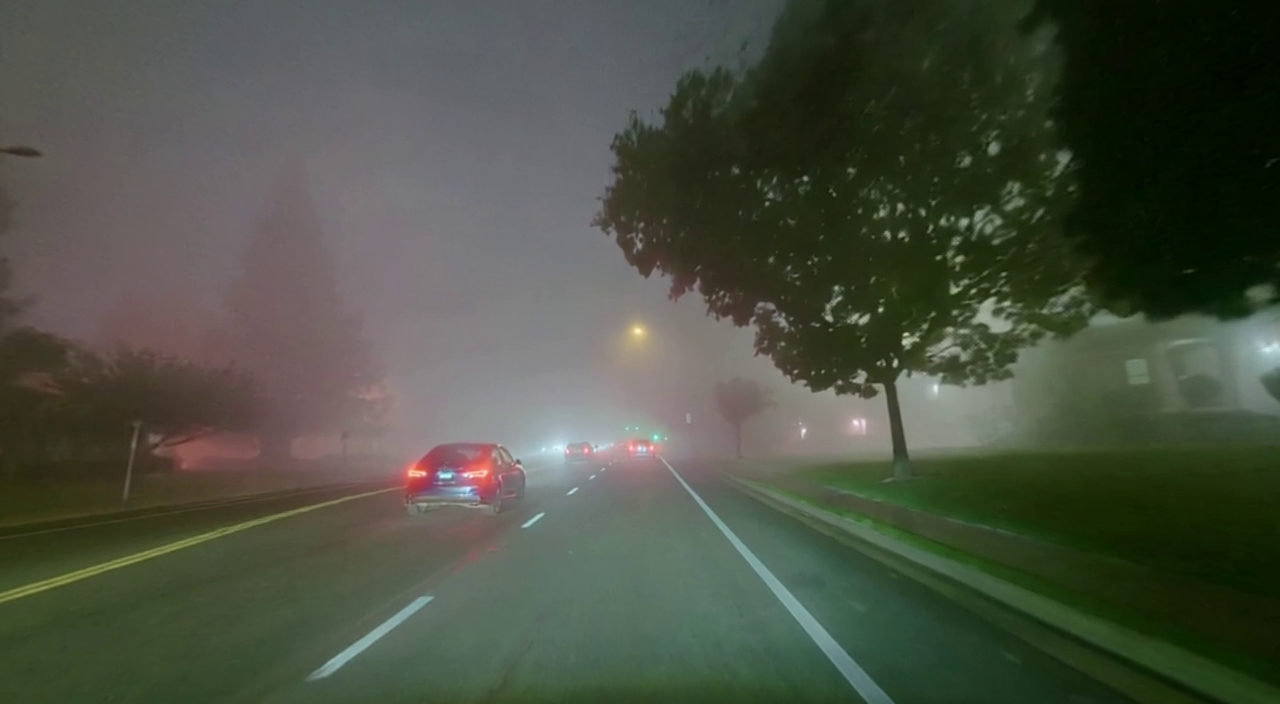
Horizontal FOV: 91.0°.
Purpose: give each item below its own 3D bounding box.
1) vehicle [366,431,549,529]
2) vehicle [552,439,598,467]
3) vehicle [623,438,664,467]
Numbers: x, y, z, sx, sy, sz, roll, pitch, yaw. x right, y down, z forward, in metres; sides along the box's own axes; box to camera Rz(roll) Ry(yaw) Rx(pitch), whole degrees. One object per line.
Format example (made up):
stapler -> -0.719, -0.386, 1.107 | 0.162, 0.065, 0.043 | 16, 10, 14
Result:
vehicle -> -3.078, 2.260, 11.761 | 2.030, 1.467, 4.403 | 0, -8, 1
vehicle -> -3.573, 5.643, 35.365 | 2.114, 1.500, 3.912 | 0, -8, 0
vehicle -> 0.177, 5.390, 33.879 | 2.065, 1.456, 4.099 | 0, -8, 0
